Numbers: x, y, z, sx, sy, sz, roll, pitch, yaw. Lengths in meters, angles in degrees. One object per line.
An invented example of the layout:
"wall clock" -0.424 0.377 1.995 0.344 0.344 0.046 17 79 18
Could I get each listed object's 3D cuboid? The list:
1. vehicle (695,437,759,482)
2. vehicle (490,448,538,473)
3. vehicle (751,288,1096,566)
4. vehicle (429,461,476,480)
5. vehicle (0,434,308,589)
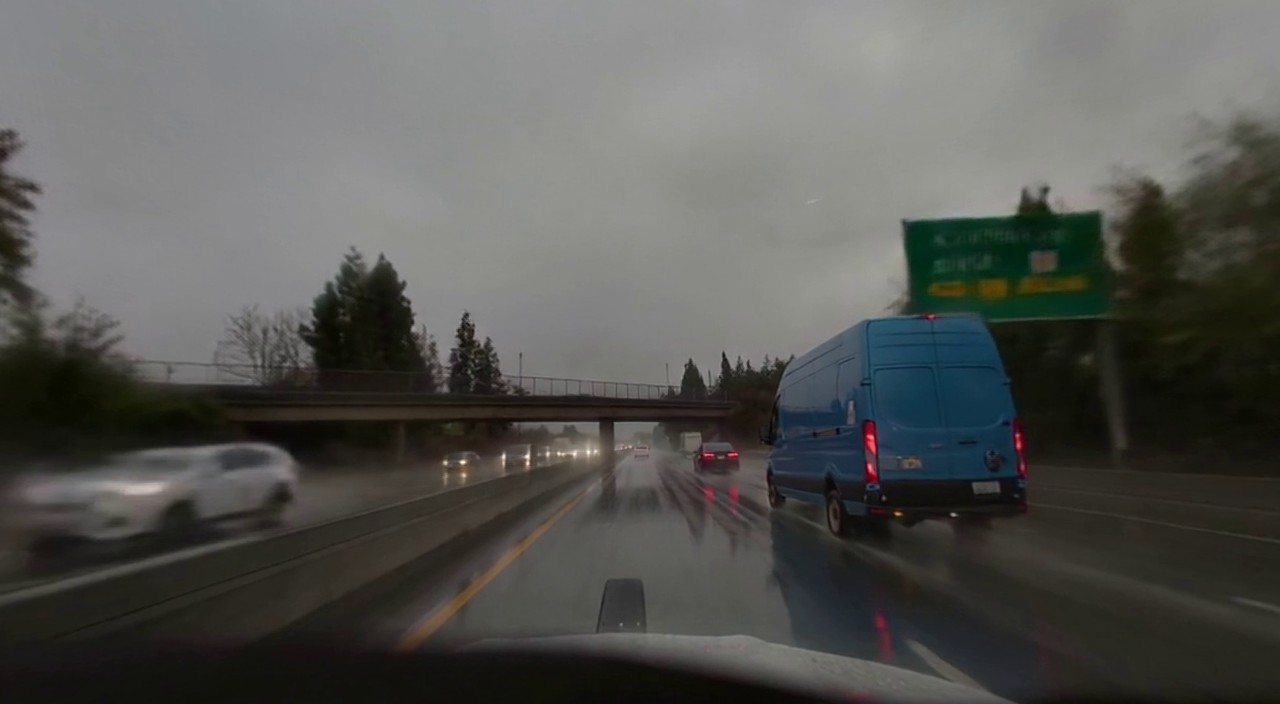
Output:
"vehicle" 3.565 4.507 26.583 2.009 1.731 4.149 0 -9 -1
"vehicle" -7.641 6.601 38.623 1.947 1.385 4.291 0 -9 1
"vehicle" 3.776 1.334 10.616 2.460 3.155 6.902 0 -9 -1
"vehicle" -11.442 7.239 38.845 1.563 1.002 4.410 0 -9 0
"vehicle" -8.013 2.351 10.428 1.909 1.821 5.661 0 -9 0
